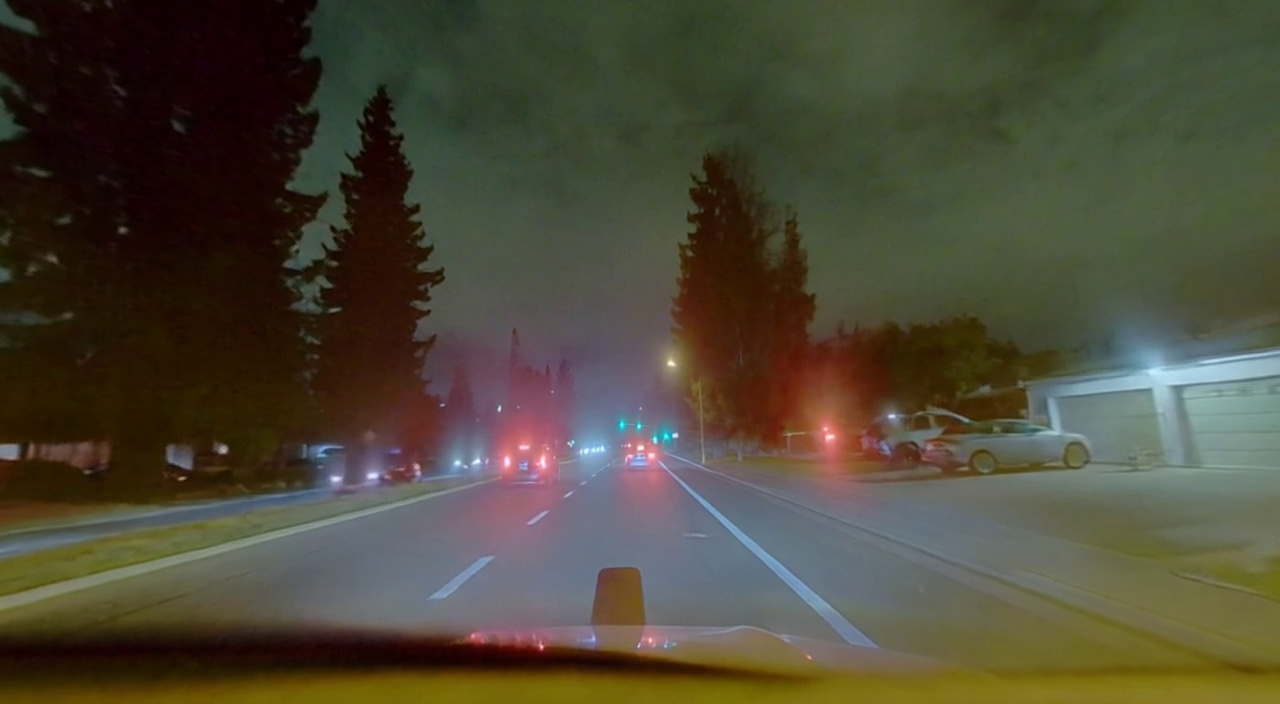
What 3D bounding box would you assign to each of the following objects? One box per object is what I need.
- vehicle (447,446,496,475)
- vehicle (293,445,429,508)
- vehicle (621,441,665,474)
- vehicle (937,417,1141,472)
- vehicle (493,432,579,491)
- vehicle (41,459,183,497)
[{"bbox_3d":[-11.863,7.628,44.777,2.070,1.752,4.629,-5,-8,0],"label":"vehicle"},{"bbox_3d":[-8.159,3.640,19.022,1.983,1.538,4.575,-3,-8,1],"label":"vehicle"},{"bbox_3d":[0.110,5.223,31.580,2.062,1.518,3.901,0,-8,0],"label":"vehicle"},{"bbox_3d":[11.326,2.660,18.203,4.573,1.461,1.867,0,-8,0],"label":"vehicle"},{"bbox_3d":[-3.388,3.673,21.583,2.157,1.771,4.452,0,-8,0],"label":"vehicle"},{"bbox_3d":[-22.793,5.433,27.405,4.370,1.496,1.887,0,-8,-3],"label":"vehicle"}]
